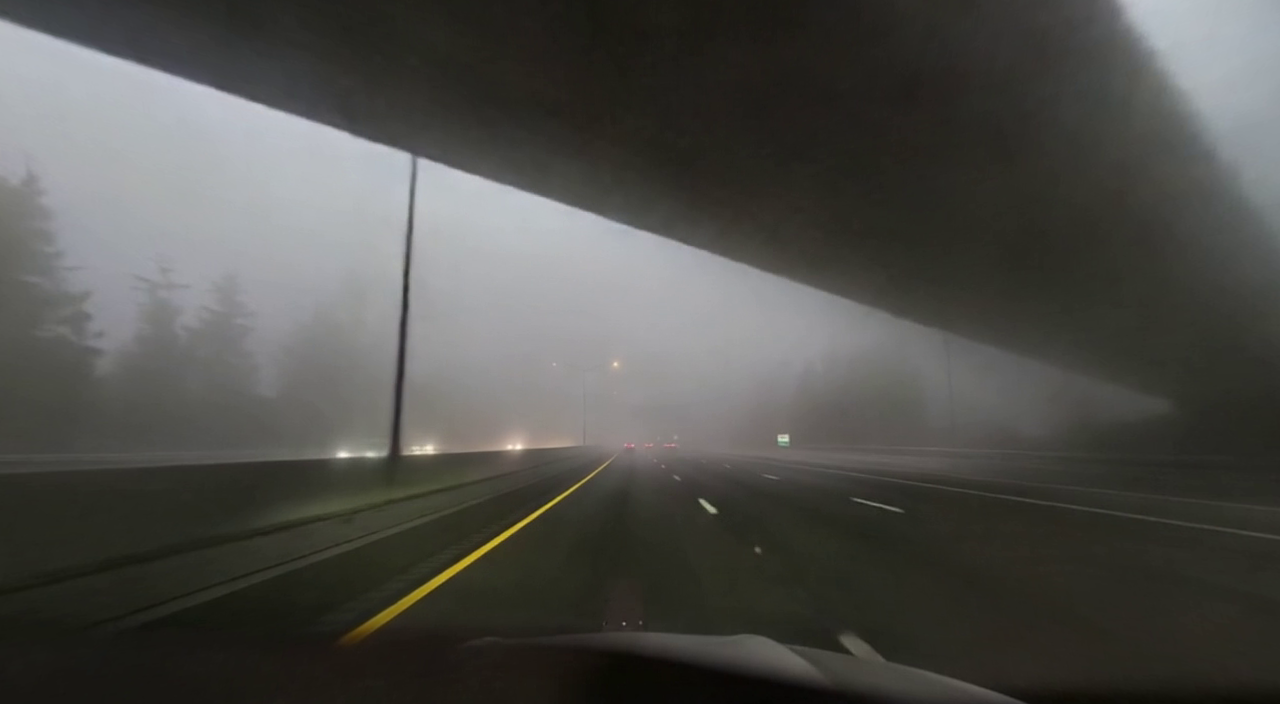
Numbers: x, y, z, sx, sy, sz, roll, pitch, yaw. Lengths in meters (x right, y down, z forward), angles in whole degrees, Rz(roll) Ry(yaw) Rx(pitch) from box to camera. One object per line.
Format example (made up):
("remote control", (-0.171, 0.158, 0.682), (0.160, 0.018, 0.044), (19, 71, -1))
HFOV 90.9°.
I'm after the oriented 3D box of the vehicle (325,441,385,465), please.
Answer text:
("vehicle", (-18.560, 6.583, 41.290), (1.819, 1.451, 4.533), (0, -8, 0))
